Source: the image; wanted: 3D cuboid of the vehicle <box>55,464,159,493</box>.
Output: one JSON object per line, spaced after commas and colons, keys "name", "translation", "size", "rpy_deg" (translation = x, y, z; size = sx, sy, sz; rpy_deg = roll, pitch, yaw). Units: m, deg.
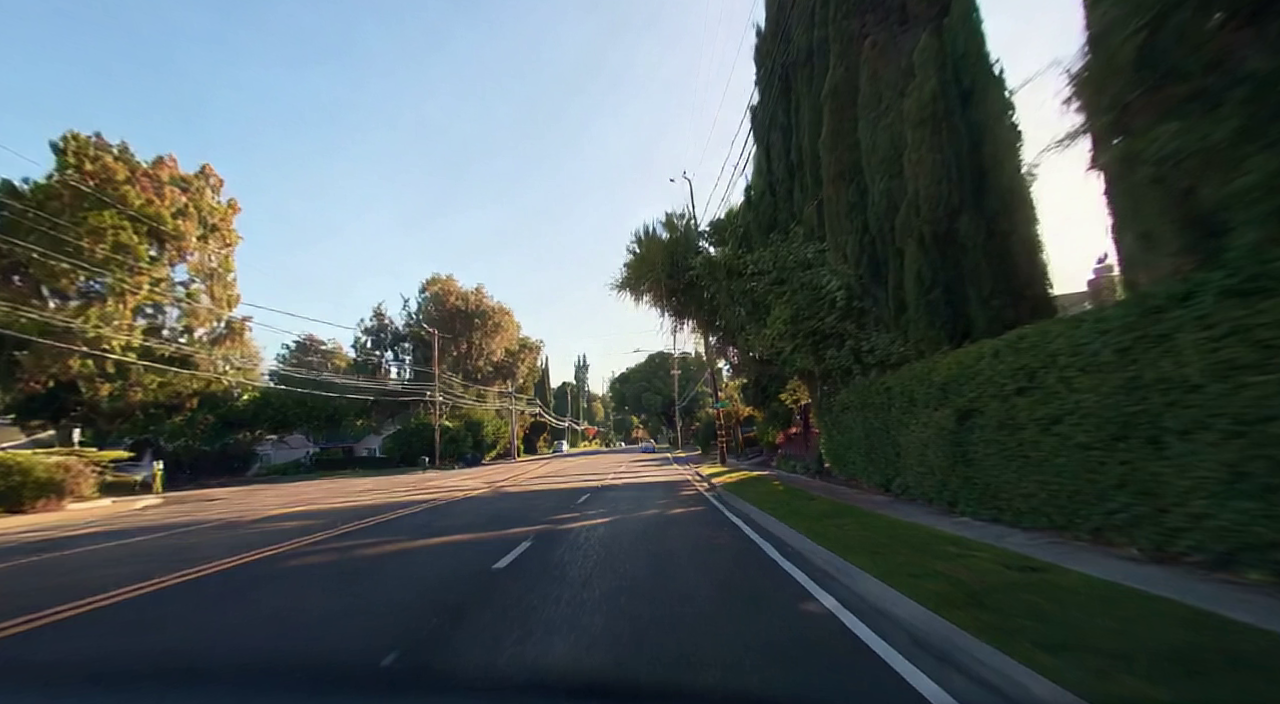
{"name": "vehicle", "translation": [-29.703, 7.037, 35.209], "size": [4.175, 1.462, 1.822], "rpy_deg": [-1, -8, 2]}
